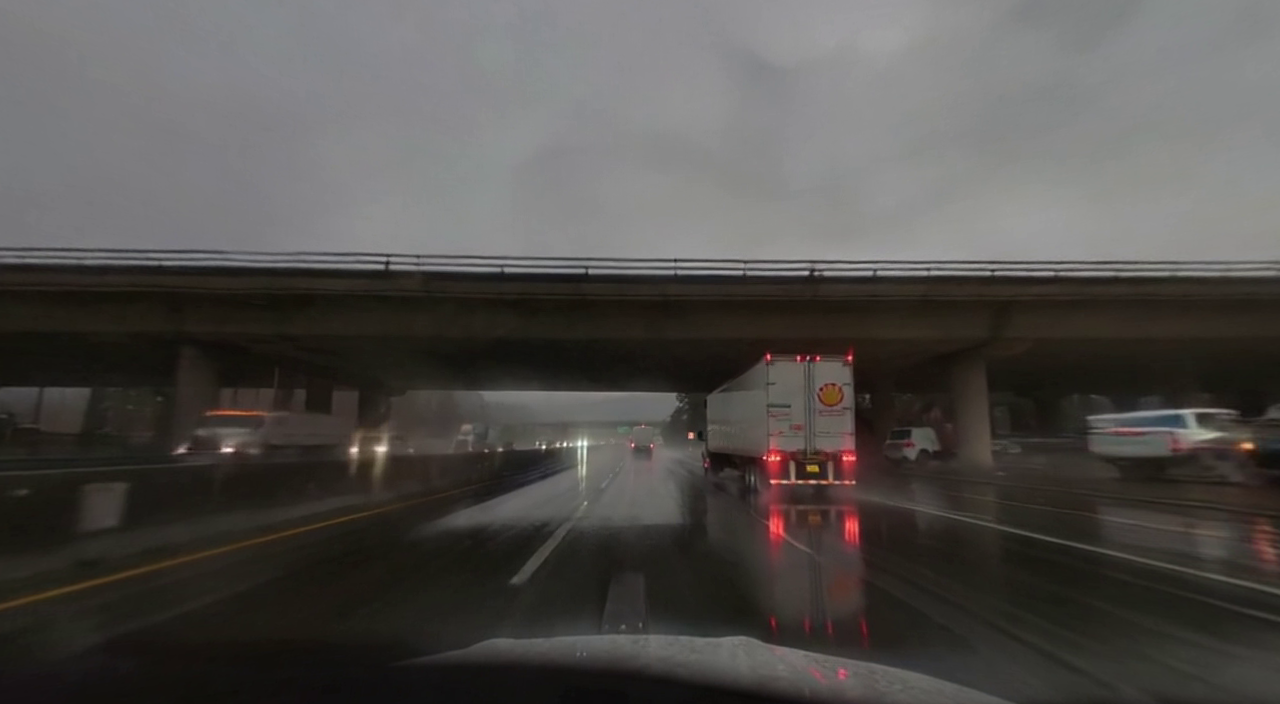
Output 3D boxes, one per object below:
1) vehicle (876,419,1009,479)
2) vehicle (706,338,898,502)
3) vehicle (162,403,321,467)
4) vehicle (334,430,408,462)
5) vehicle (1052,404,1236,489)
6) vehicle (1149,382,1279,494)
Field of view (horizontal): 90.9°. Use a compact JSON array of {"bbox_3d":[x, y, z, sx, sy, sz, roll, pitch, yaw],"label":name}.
[{"bbox_3d":[22.633,7.476,48.799,2.853,3.921,14.754,0,-9,-1],"label":"vehicle"},{"bbox_3d":[4.681,2.719,22.585,2.881,3.995,14.382,0,-9,-1],"label":"vehicle"},{"bbox_3d":[-19.879,4.317,32.255,2.827,2.801,8.021,0,-9,0],"label":"vehicle"},{"bbox_3d":[-13.120,4.618,31.000,1.849,1.464,4.096,0,-9,0],"label":"vehicle"},{"bbox_3d":[22.077,4.208,28.172,3.022,3.354,6.006,0,-9,-1],"label":"vehicle"},{"bbox_3d":[22.011,2.801,20.391,2.784,3.571,9.857,0,-9,0],"label":"vehicle"}]
